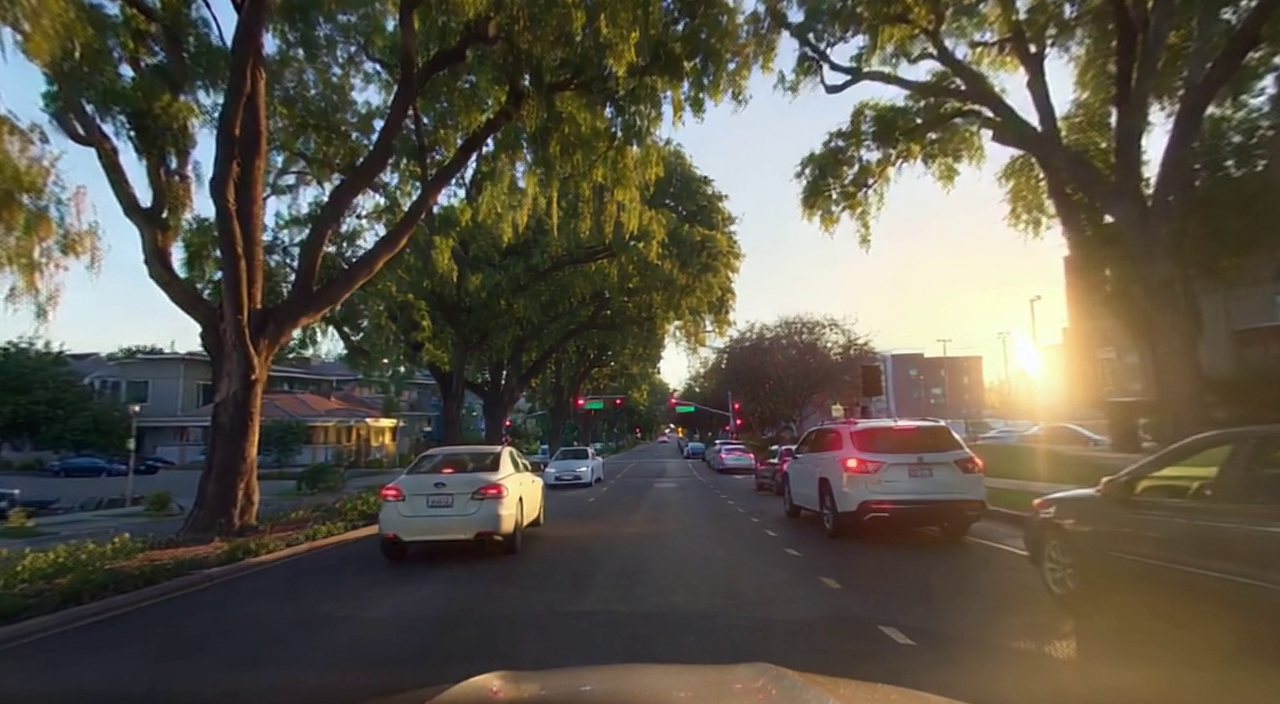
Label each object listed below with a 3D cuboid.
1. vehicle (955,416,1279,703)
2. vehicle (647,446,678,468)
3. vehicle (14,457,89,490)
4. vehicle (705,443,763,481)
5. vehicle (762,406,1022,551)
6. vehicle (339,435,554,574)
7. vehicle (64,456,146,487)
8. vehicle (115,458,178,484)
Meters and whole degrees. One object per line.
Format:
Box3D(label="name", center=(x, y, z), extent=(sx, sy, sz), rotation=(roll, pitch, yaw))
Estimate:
Box3D(label="vehicle", center=(4.098, 1.200, 3.956), extent=(1.904, 1.494, 4.864), rotation=(0, -9, 2))
Box3D(label="vehicle", center=(1.606, 7.524, 45.566), extent=(2.095, 1.473, 4.301), rotation=(0, -9, 1))
Box3D(label="vehicle", center=(-30.217, 6.182, 32.413), extent=(3.865, 1.499, 1.804), rotation=(-6, -10, 33))
Box3D(label="vehicle", center=(4.025, 4.773, 27.718), extent=(1.910, 1.493, 4.490), rotation=(0, -9, 1))
Box3D(label="vehicle", center=(3.883, 2.093, 11.237), extent=(2.324, 1.907, 5.634), rotation=(0, -9, 0))
Box3D(label="vehicle", center=(-2.416, 2.003, 9.143), extent=(1.968, 1.497, 4.286), rotation=(0, -9, -3))
Box3D(label="vehicle", center=(-29.959, 6.628, 35.346), extent=(4.127, 1.583, 1.978), rotation=(-5, -10, 28))
Box3D(label="vehicle", center=(-29.573, 7.086, 37.857), extent=(3.527, 1.390, 1.681), rotation=(-5, -10, 30))
